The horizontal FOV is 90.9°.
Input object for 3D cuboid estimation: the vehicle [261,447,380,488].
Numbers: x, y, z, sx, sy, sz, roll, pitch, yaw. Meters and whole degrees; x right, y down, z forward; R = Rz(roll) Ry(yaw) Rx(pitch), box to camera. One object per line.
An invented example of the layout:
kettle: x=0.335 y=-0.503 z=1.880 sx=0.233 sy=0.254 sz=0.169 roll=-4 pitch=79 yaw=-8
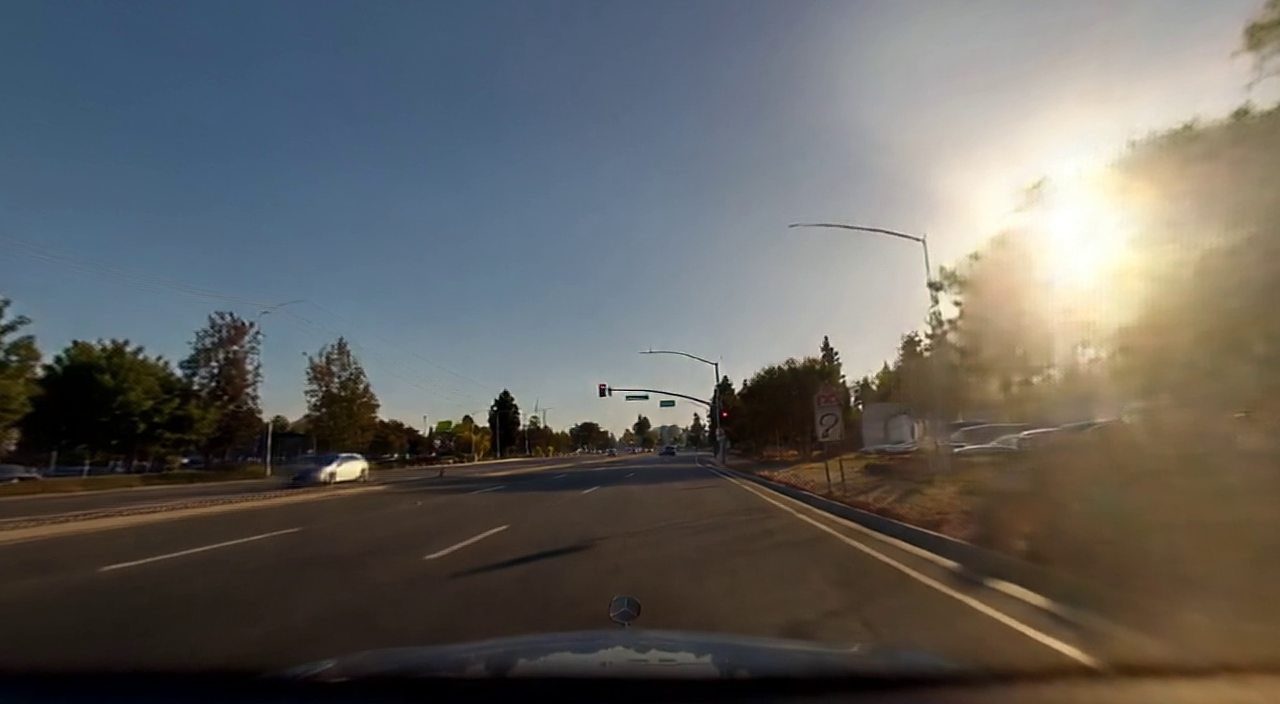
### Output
vehicle: x=-12.719 y=4.608 z=25.513 sx=2.240 sy=1.452 sz=4.518 roll=-1 pitch=-8 yaw=4
